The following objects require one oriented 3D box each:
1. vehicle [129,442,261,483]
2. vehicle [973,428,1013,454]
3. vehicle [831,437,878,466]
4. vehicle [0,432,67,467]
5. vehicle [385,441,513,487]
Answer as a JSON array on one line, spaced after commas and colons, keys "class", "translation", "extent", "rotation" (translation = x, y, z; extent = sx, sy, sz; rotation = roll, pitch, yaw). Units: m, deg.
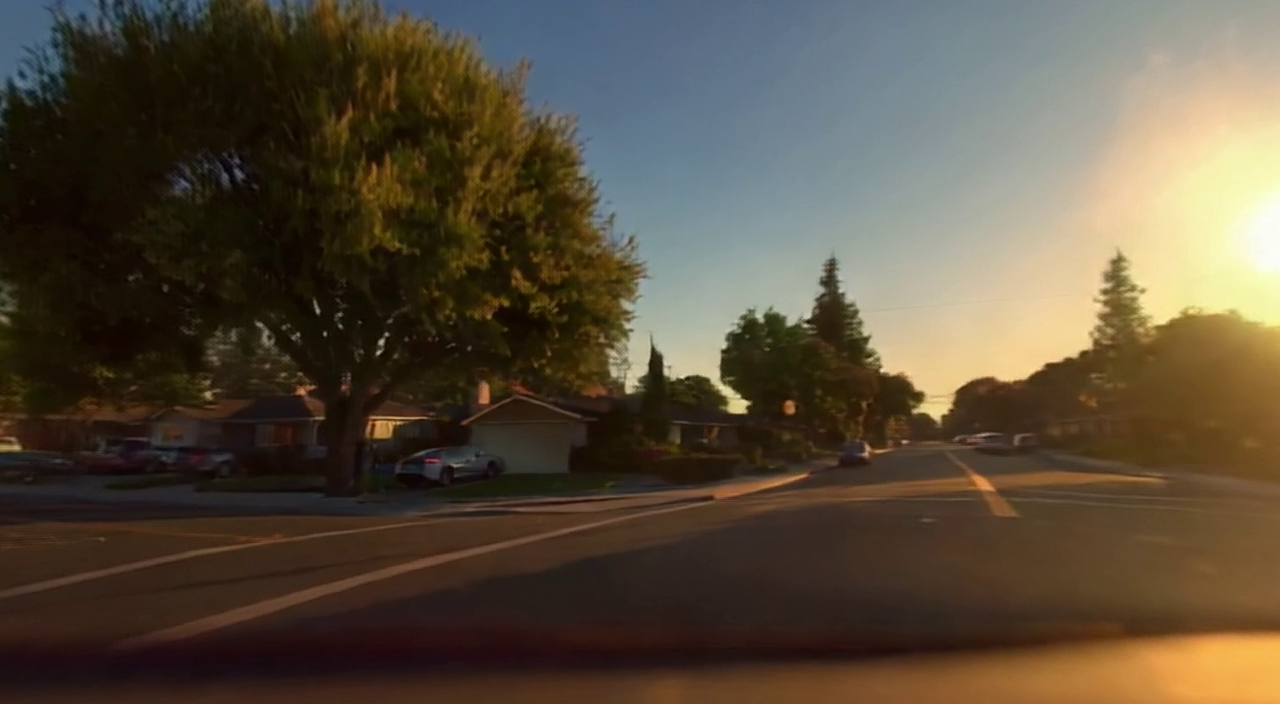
[{"class": "vehicle", "translation": [-19.586, 4.829, 28.026], "extent": [1.978, 1.666, 4.230], "rotation": [-4, -9, 25]}, {"class": "vehicle", "translation": [24.854, 6.298, 44.579], "extent": [2.116, 1.711, 4.155], "rotation": [-4, -9, 26]}, {"class": "vehicle", "translation": [12.420, 5.695, 36.417], "extent": [2.075, 1.551, 4.074], "rotation": [-4, -9, 24]}, {"class": "vehicle", "translation": [-36.119, 5.538, 35.771], "extent": [2.181, 1.911, 4.861], "rotation": [-5, -8, 24]}, {"class": "vehicle", "translation": [-6.895, 4.061, 23.397], "extent": [1.917, 1.499, 4.569], "rotation": [-4, -9, 25]}]
